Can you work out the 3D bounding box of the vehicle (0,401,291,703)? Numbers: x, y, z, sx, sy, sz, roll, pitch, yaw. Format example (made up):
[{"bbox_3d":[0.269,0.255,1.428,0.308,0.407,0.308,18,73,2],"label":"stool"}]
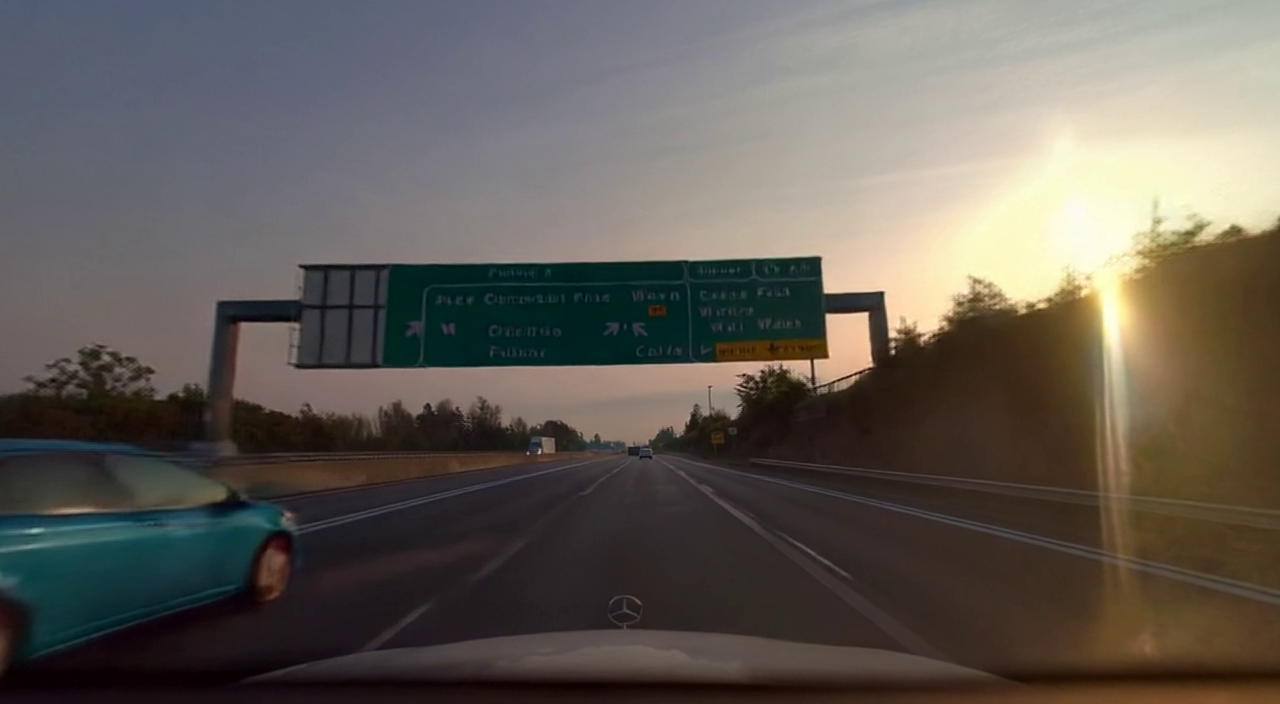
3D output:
[{"bbox_3d":[-4.285,1.063,3.352,2.160,1.552,4.592,0,-9,1],"label":"vehicle"}]
